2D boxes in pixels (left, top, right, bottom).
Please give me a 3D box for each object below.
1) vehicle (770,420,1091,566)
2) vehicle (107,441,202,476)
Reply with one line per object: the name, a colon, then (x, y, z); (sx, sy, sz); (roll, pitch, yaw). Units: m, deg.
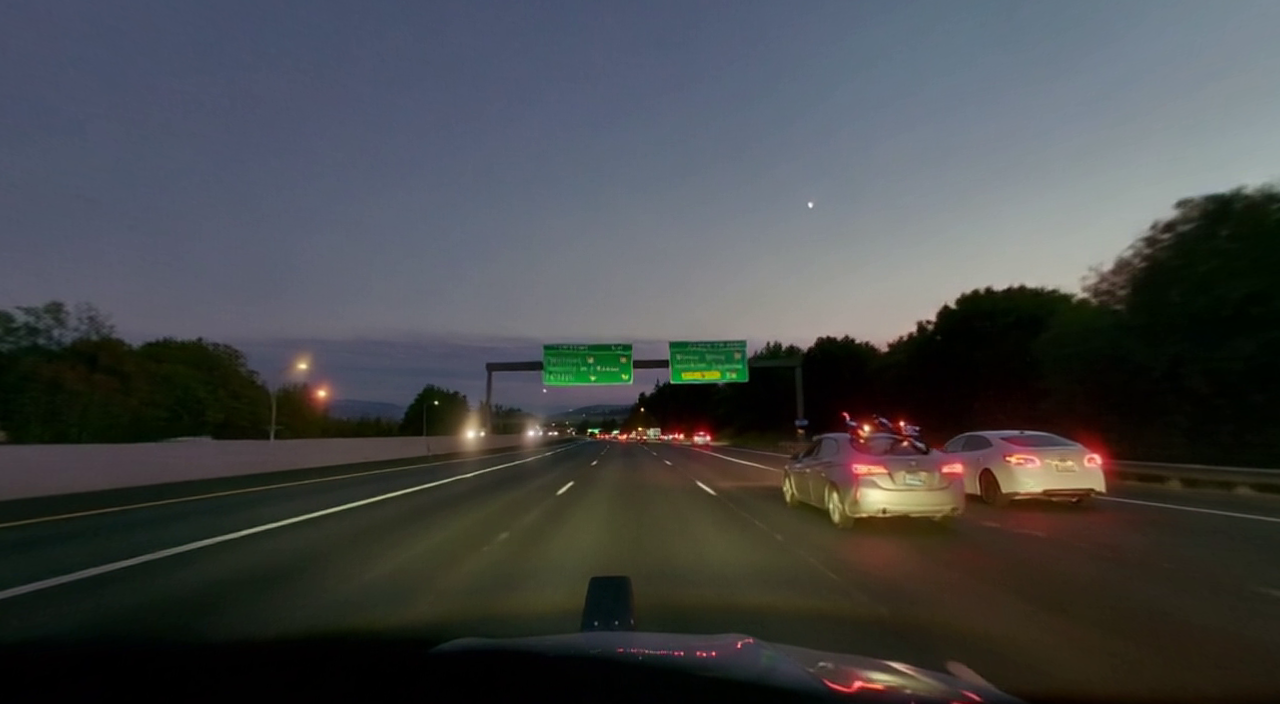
vehicle: (3.395, 1.716, 8.645); (2.094, 1.441, 4.568); (0, -8, -2)
vehicle: (-21.027, 4.587, 27.437); (1.513, 1.354, 3.310); (0, -7, -1)
